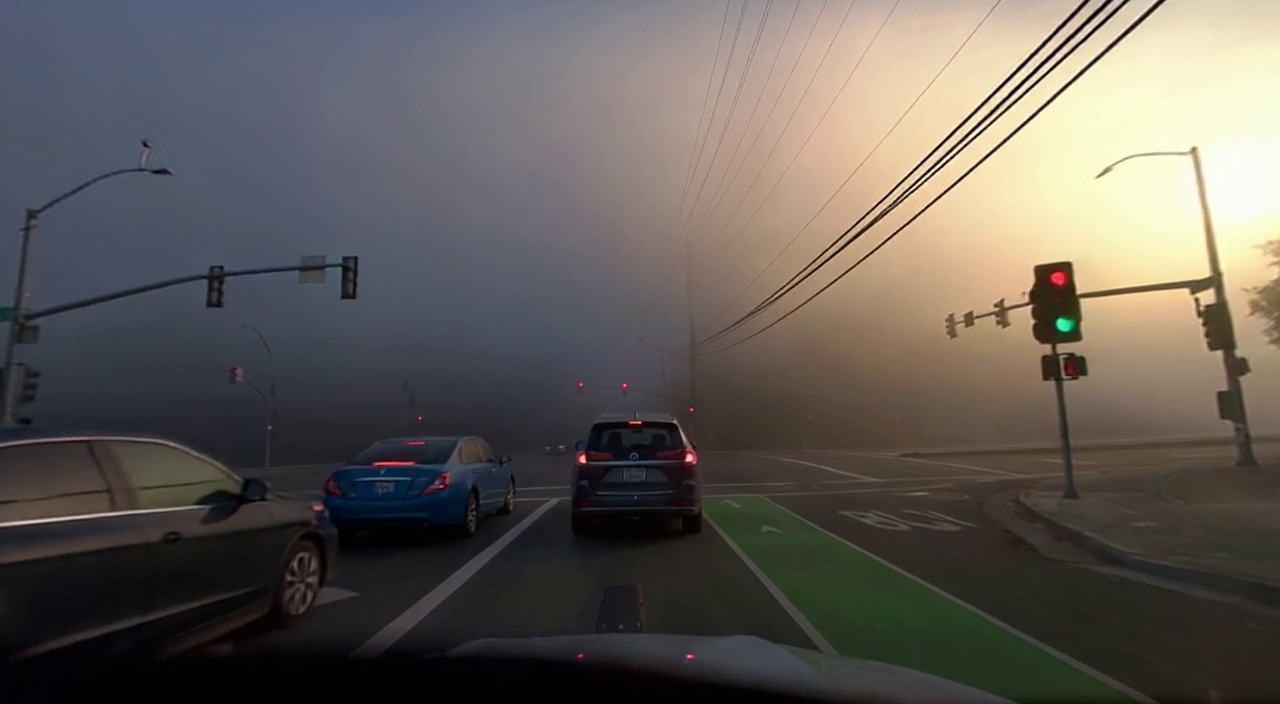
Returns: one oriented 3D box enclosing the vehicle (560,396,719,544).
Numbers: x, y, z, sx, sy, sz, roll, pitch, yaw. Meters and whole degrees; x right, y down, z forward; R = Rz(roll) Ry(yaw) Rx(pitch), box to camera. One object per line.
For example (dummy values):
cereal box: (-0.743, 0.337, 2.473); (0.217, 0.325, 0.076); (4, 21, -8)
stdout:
vehicle: (-0.045, 1.934, 10.782); (2.036, 1.885, 5.196); (0, -9, -1)

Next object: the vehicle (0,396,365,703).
vehicle: (-3.484, 0.979, 2.863); (2.138, 1.488, 5.327); (0, -7, -1)

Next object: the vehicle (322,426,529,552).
vehicle: (-2.944, 1.975, 9.642); (1.726, 1.506, 3.840); (0, -9, 1)
